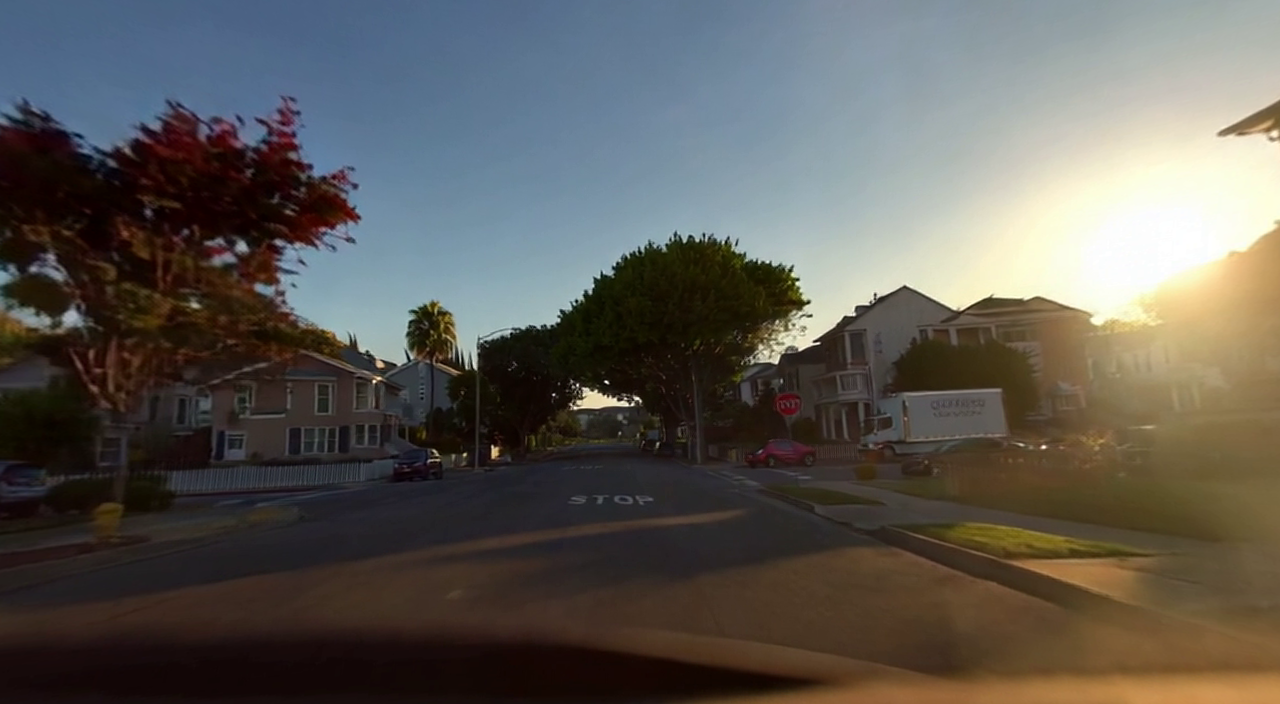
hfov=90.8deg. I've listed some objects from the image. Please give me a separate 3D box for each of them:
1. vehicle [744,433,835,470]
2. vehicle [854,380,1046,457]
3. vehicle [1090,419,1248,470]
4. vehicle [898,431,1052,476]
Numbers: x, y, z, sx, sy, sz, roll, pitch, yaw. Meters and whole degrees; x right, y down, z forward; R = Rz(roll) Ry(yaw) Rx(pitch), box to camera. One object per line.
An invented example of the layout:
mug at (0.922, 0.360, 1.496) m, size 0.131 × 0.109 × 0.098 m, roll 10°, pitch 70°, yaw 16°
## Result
vehicle at (7.278, 4.899, 31.085) m, size 3.867 × 1.710 × 2.107 m, roll 0°, pitch -9°, yaw -1°
vehicle at (14.972, 3.330, 31.050) m, size 7.759 × 3.523 × 2.930 m, roll 0°, pitch -9°, yaw 0°
vehicle at (19.303, 3.399, 23.180) m, size 3.982 × 1.661 × 2.106 m, roll 2°, pitch -9°, yaw -4°
vehicle at (12.091, 3.673, 22.993) m, size 4.488 × 1.507 × 1.954 m, roll 0°, pitch -8°, yaw -4°
